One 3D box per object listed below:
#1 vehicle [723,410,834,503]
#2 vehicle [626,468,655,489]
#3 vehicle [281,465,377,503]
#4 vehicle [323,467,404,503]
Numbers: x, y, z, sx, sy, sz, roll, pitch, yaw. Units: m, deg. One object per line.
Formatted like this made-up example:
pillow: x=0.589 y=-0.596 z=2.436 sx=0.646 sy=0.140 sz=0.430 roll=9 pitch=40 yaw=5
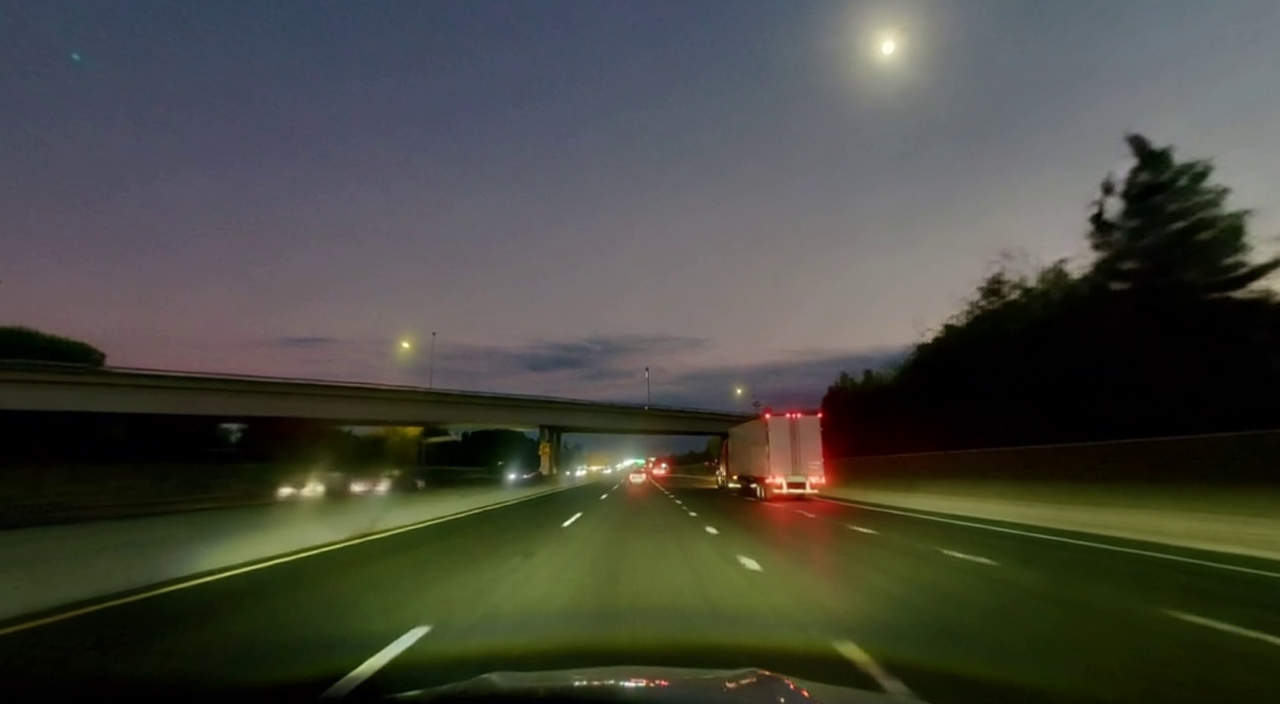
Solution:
vehicle: x=7.066 y=5.896 z=34.975 sx=2.926 sy=4.073 sz=13.836 roll=1 pitch=-10 yaw=0
vehicle: x=0.033 y=9.209 z=46.031 sx=2.029 sy=1.459 sz=3.684 roll=1 pitch=-10 yaw=0
vehicle: x=-14.340 y=6.103 z=29.375 sx=1.959 sy=1.556 sz=4.783 roll=0 pitch=-10 yaw=1
vehicle: x=-11.374 y=5.487 z=26.184 sx=1.651 sy=1.370 sz=3.641 roll=1 pitch=-10 yaw=0
